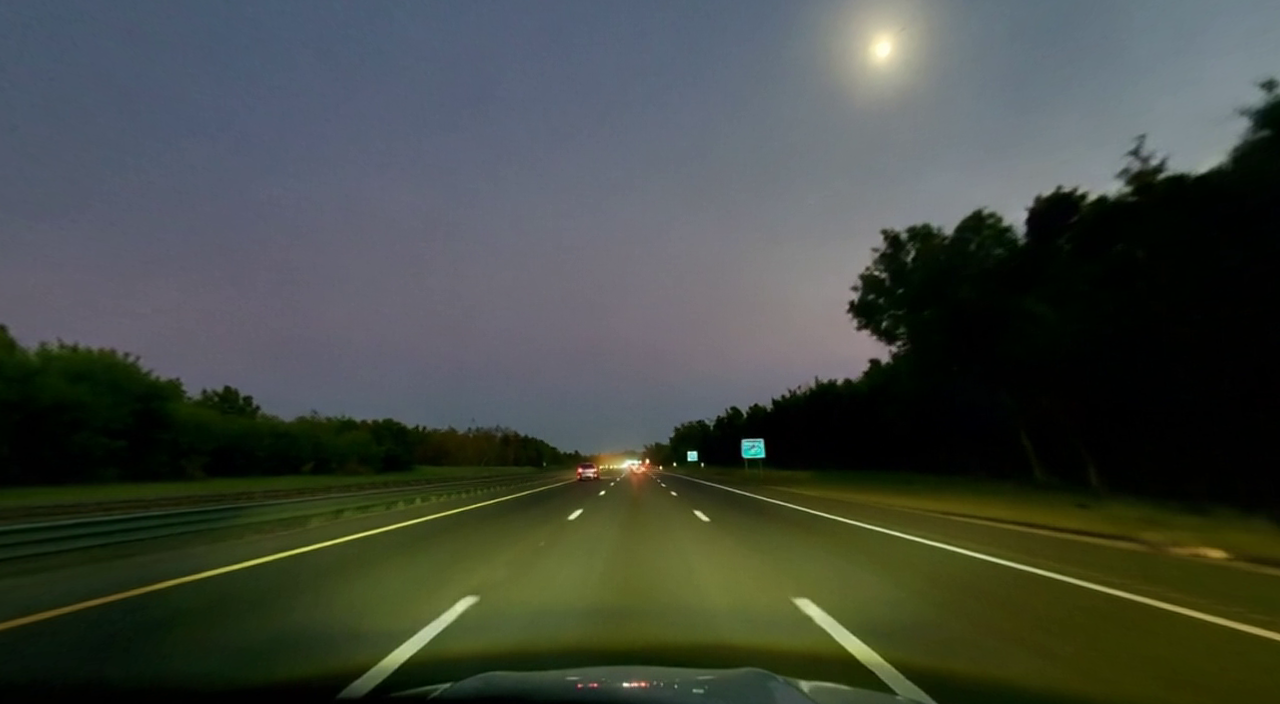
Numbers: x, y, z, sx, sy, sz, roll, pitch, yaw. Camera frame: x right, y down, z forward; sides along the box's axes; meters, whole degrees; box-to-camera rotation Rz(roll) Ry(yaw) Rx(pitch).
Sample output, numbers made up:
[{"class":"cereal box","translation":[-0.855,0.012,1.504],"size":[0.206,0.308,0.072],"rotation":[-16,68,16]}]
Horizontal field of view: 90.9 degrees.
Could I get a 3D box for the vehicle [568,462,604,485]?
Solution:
[{"class":"vehicle","translation":[-3.799,8.642,44.839],"size":[2.143,1.516,4.552],"rotation":[1,-10,0]}]
